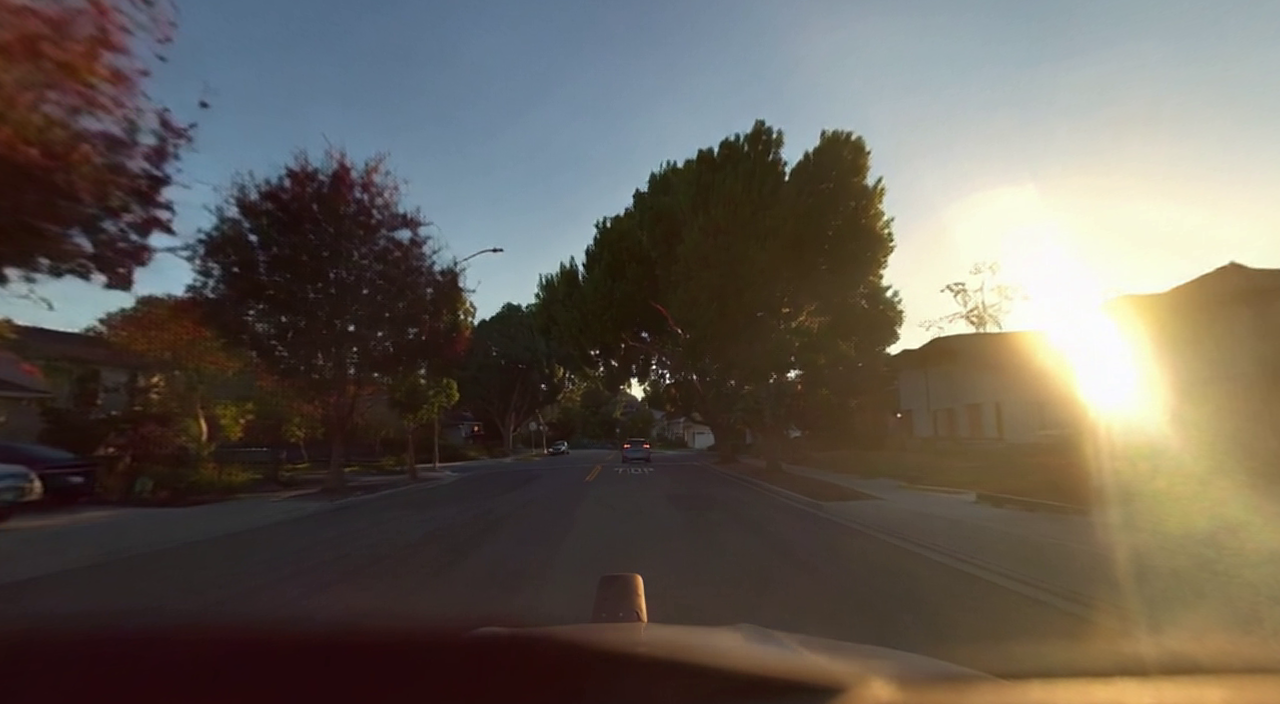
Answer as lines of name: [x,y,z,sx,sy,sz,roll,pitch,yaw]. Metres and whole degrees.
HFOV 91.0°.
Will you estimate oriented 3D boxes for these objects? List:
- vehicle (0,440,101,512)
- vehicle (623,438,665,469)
vehicle: [-16.709,3.026,15.560,4.783,1.652,1.977,0,-9,-3]
vehicle: [0.177,5.296,32.997,2.043,1.484,4.340,0,-8,0]
